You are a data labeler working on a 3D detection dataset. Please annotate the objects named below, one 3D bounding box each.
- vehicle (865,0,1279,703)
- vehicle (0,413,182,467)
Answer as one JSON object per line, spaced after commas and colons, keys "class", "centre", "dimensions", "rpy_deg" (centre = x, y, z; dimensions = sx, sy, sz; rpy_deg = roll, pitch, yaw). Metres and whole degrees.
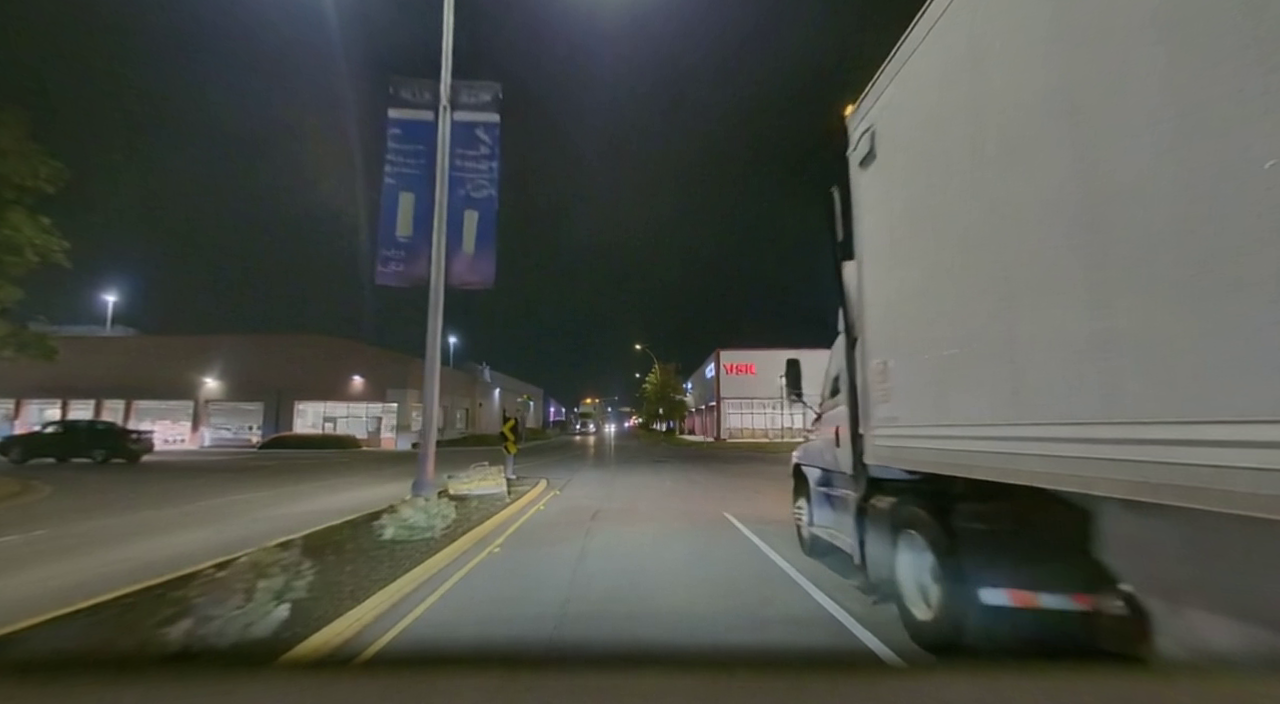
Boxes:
{"class": "vehicle", "centre": [3.049, -0.550, 1.103], "dimensions": [3.000, 3.950, 5.876], "rpy_deg": [1, -7, -1]}
{"class": "vehicle", "centre": [-16.985, 2.702, 19.393], "dimensions": [4.248, 1.511, 1.881], "rpy_deg": [-1, -7, 2]}
